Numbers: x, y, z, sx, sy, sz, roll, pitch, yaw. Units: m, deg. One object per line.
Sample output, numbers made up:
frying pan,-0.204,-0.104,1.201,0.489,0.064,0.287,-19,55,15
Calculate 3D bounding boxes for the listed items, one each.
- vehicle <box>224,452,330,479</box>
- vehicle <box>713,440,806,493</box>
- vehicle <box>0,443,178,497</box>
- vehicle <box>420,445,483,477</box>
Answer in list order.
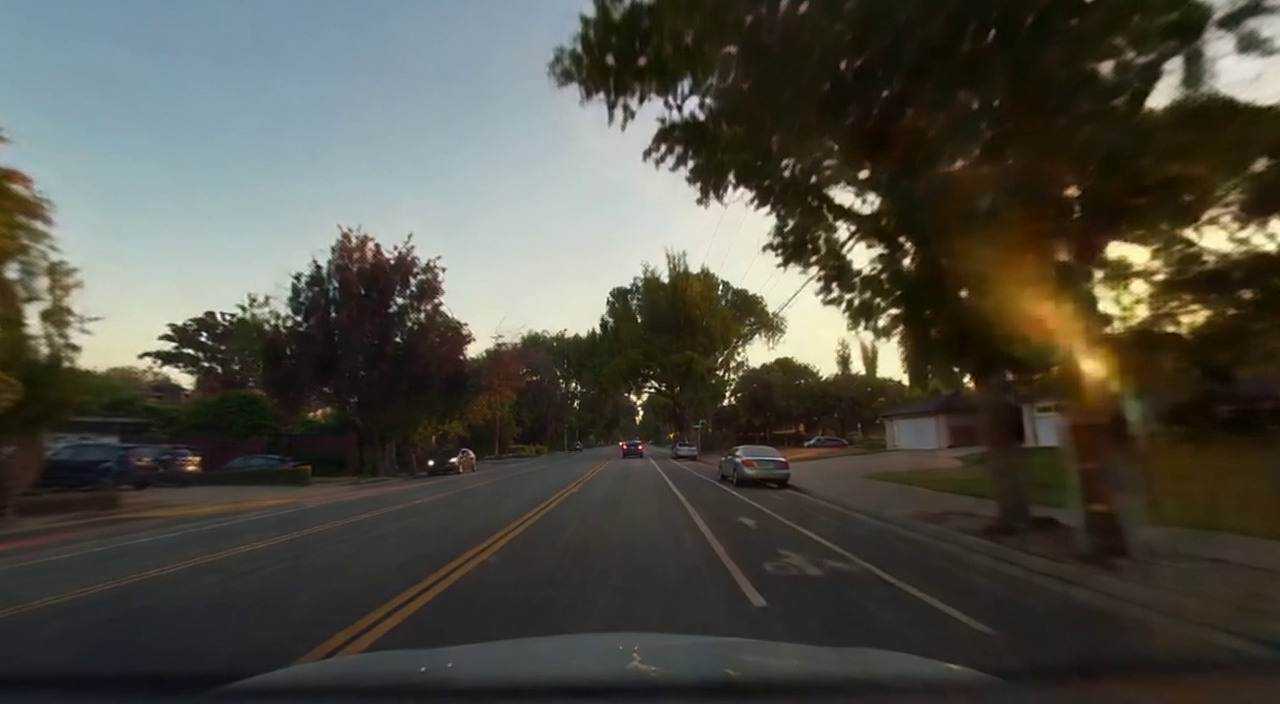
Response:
vehicle,-18.809,5.889,32.869,4.326,1.355,1.812,1,-8,-4
vehicle,3.718,3.647,20.559,2.014,1.498,4.484,0,-8,-2
vehicle,-19.974,4.257,23.028,4.496,1.823,2.046,1,-8,-6
vehicle,-11.517,6.659,39.042,2.086,1.711,5.661,-4,-8,0
